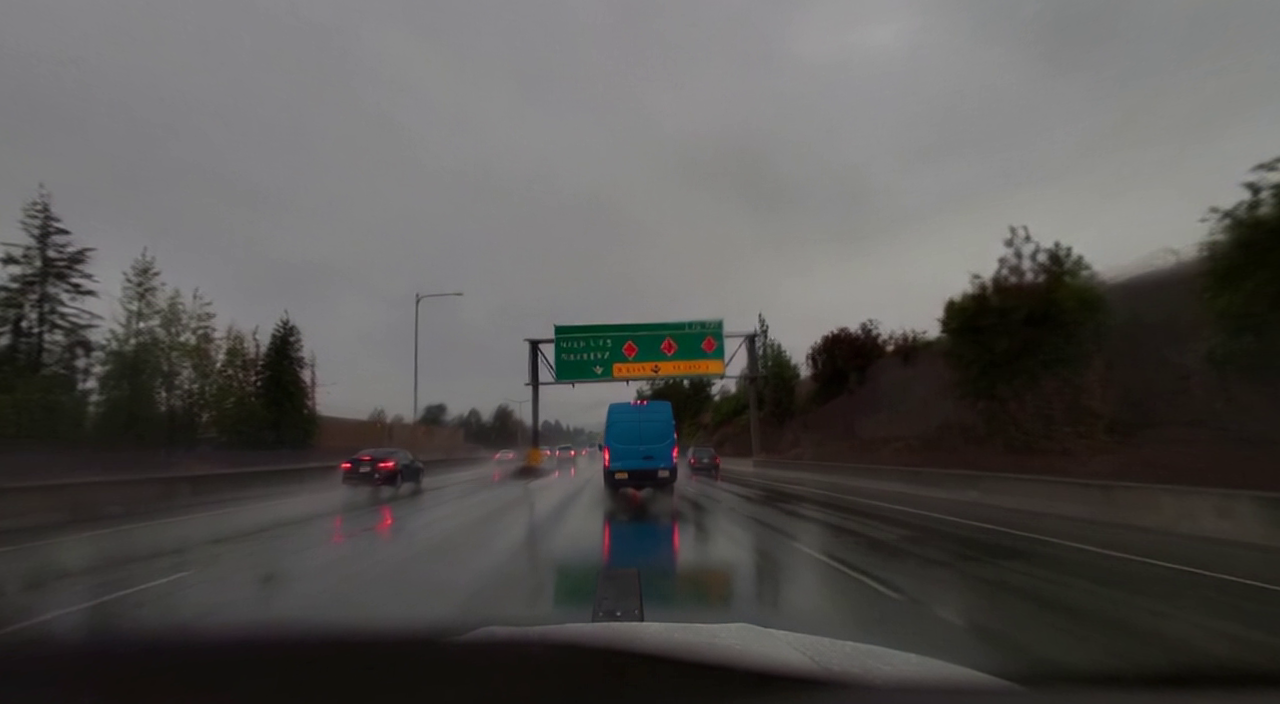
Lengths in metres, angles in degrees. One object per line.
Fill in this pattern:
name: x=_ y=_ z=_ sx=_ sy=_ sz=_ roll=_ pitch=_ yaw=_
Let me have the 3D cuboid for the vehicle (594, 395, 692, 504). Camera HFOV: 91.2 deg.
vehicle: x=-0.109 y=2.680 z=17.370 sx=2.268 sy=2.551 sz=5.144 roll=0 pitch=-9 yaw=-4

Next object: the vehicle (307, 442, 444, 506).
vehicle: x=-7.115 y=3.301 z=17.427 sx=2.003 sy=1.498 sz=4.386 roll=0 pitch=-9 yaw=-2

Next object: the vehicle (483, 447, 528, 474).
vehicle: x=-8.070 y=6.552 z=37.940 sx=2.026 sy=1.506 sz=4.102 roll=0 pitch=-9 yaw=-4

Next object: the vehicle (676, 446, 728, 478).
vehicle: x=3.055 y=5.548 z=31.997 sx=2.015 sy=1.491 sz=4.732 roll=0 pitch=-9 yaw=-2

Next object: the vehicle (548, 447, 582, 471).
vehicle: x=-4.980 y=7.148 z=42.083 sx=2.002 sy=1.536 sz=4.021 roll=0 pitch=-9 yaw=-4
